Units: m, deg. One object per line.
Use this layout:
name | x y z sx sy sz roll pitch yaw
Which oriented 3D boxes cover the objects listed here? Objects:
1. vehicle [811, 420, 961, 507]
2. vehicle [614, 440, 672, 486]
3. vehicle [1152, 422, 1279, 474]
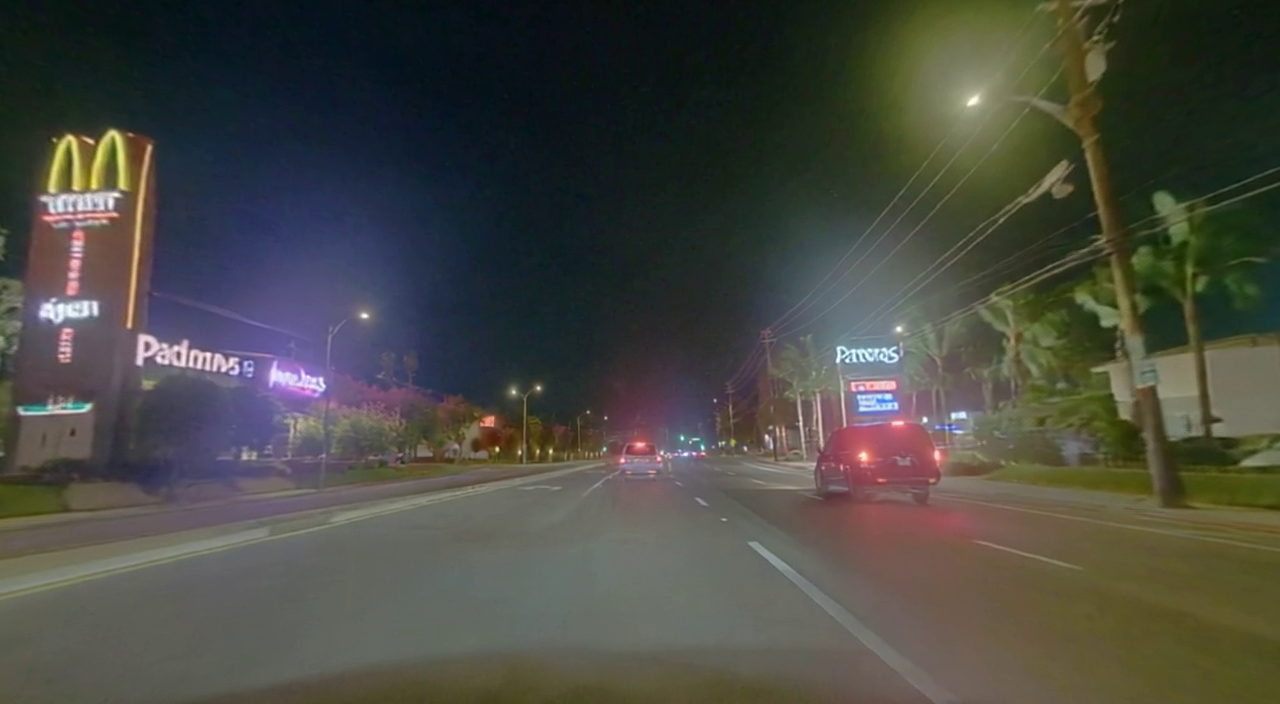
vehicle | 6.131 2.838 16.409 2.107 1.928 4.471 0 -9 0
vehicle | 0.159 4.404 25.236 2.138 1.672 4.168 0 -9 1
vehicle | 20.232 3.180 20.832 4.608 1.624 2.063 0 -9 3
